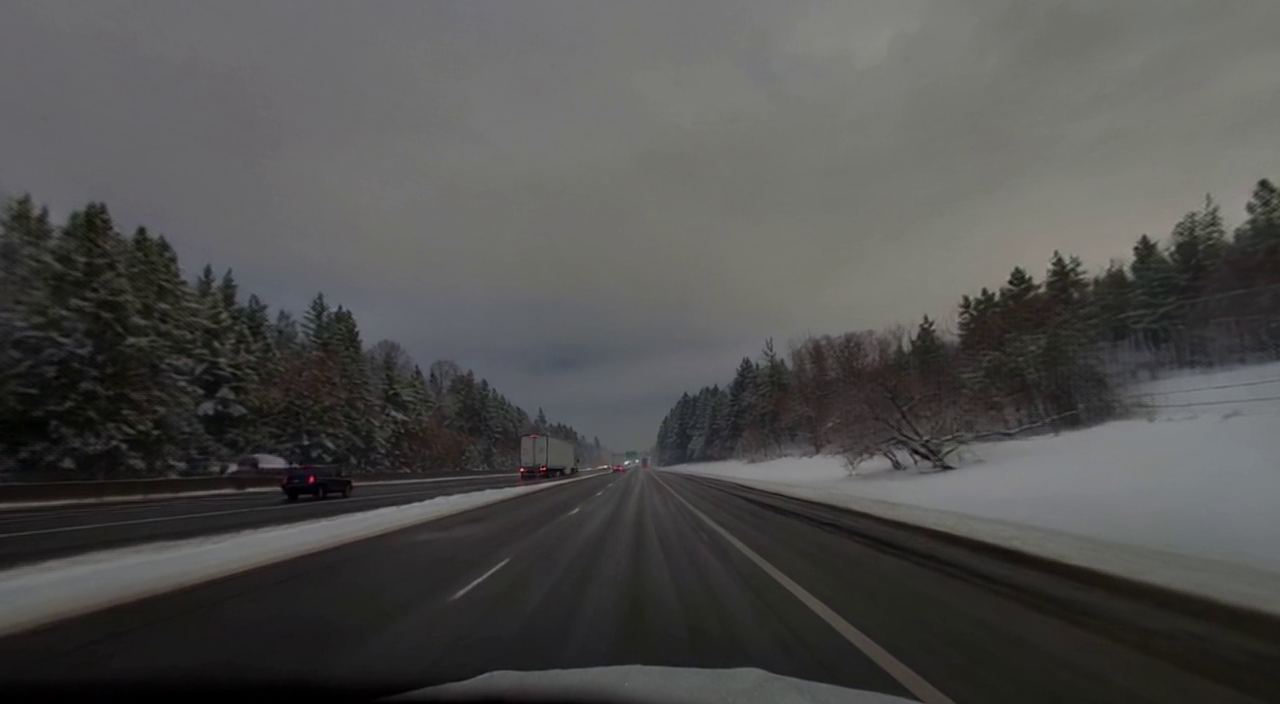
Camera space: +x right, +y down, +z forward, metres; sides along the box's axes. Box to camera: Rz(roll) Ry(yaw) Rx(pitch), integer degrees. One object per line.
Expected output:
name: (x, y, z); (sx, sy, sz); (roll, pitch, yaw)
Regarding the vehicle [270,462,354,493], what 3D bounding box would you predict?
vehicle: (-16.431, 6.295, 31.798); (1.745, 1.430, 4.252); (0, -10, 3)
